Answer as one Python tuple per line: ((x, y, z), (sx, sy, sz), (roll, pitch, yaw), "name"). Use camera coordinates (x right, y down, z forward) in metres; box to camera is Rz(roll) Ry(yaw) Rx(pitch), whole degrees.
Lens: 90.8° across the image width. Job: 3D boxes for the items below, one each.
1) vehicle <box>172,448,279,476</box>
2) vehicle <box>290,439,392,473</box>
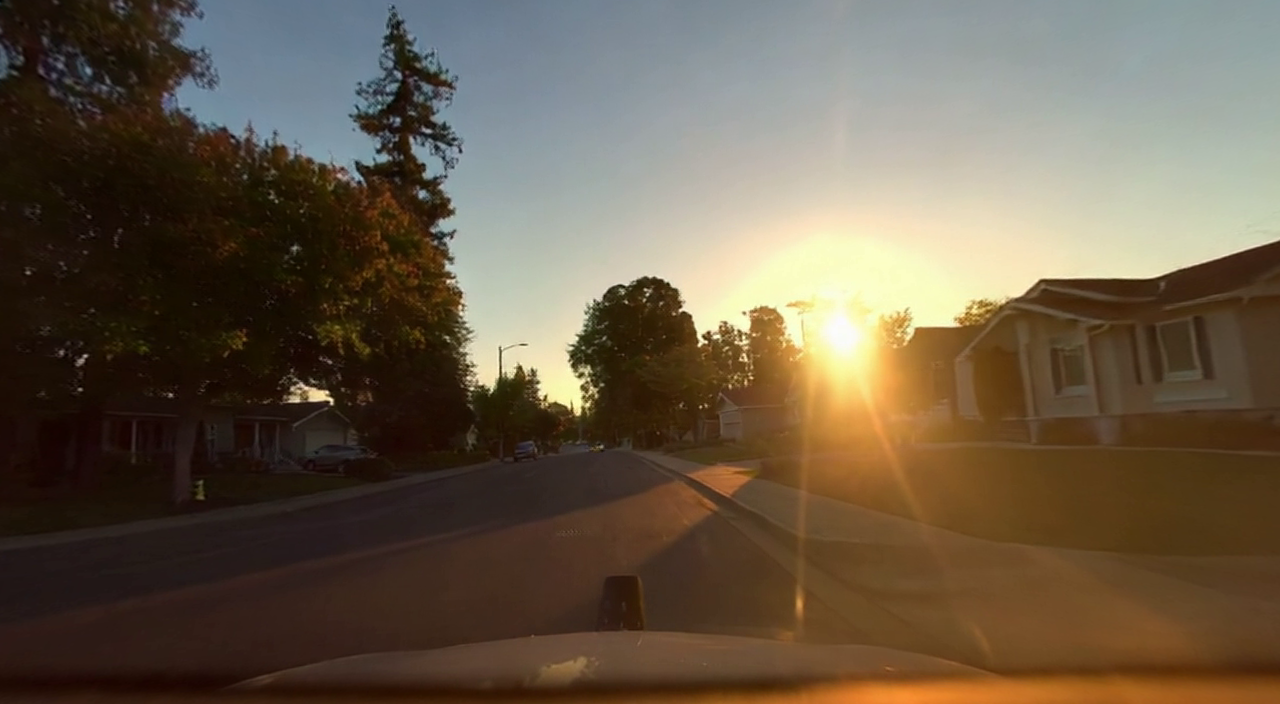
((-22.619, 5.988, 34.603), (4.531, 1.470, 1.855), (0, -8, -1), "vehicle")
((-16.235, 5.655, 34.521), (4.559, 1.745, 1.918), (1, -8, -4), "vehicle")
